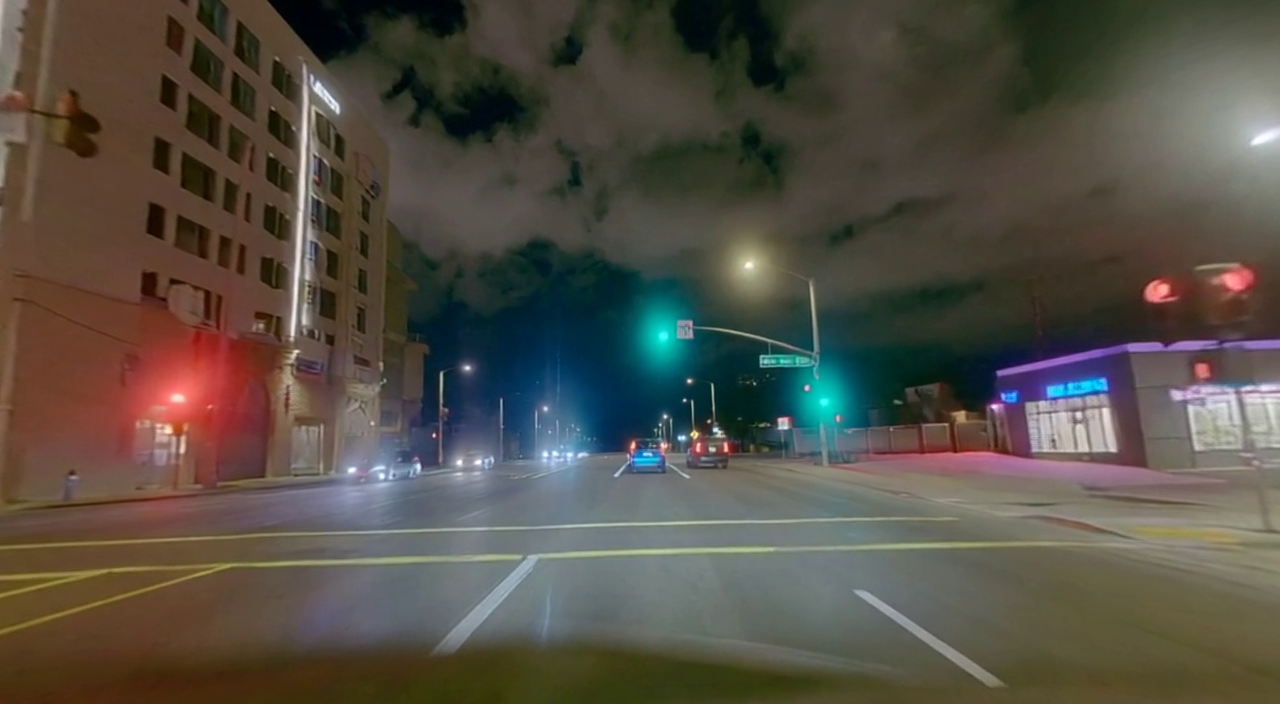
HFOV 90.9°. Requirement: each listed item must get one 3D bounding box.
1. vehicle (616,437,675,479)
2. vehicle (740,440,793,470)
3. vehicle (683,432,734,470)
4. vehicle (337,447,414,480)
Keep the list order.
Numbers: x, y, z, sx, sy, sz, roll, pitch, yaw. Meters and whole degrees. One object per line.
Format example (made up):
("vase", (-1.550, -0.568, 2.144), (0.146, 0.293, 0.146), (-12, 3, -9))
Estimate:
("vehicle", (0.197, 4.382, 26.332), (2.245, 1.587, 4.094), (0, -9, 0))
("vehicle", (7.020, 5.789, 35.475), (1.961, 1.510, 4.707), (0, -9, 0))
("vehicle", (3.692, 5.462, 34.828), (2.159, 1.938, 4.836), (0, -9, -1))
("vehicle", (-13.740, 5.795, 33.115), (1.984, 1.618, 4.568), (0, -9, 1))
